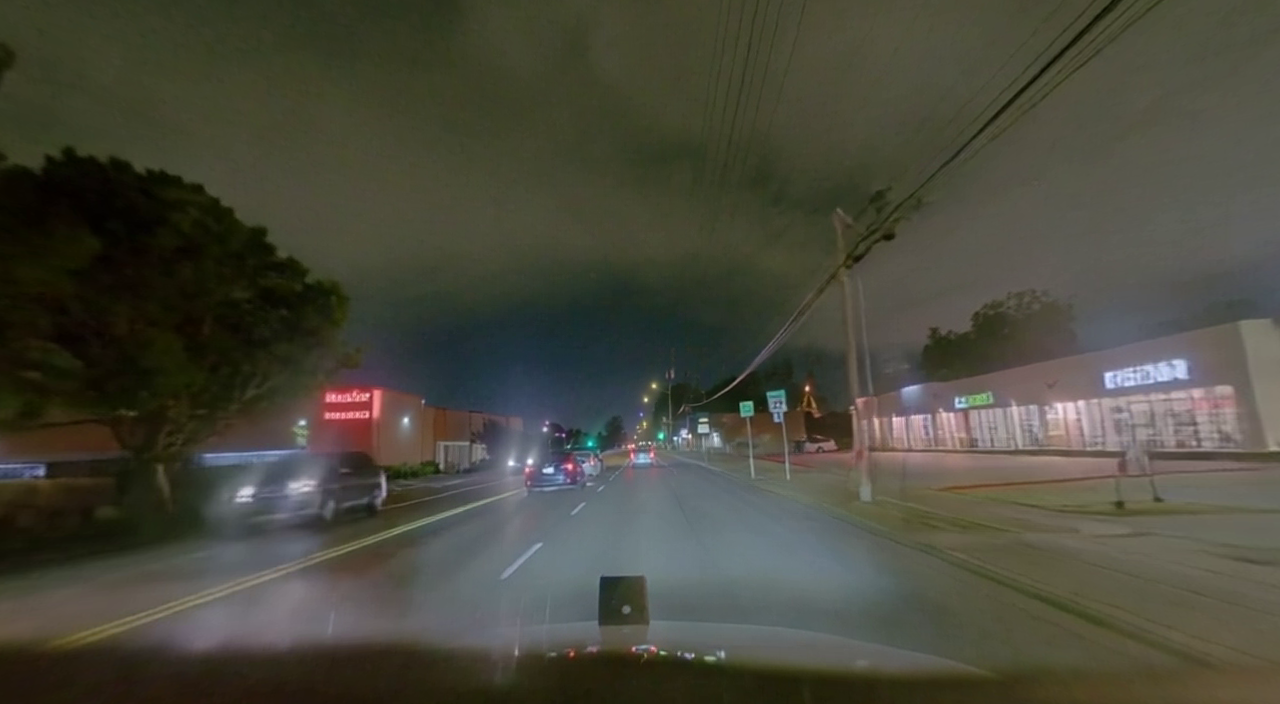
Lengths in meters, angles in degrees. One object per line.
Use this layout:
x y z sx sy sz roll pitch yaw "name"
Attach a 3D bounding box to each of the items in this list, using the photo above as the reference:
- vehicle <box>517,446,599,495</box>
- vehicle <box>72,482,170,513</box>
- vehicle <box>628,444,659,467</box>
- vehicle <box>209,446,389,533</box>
-2.567 3.839 20.948 2.099 1.424 4.609 0 -8 0 "vehicle"
-34.634 9.731 42.141 4.558 1.819 2.094 1 -10 0 "vehicle"
0.178 6.977 42.806 2.020 1.478 3.922 0 -8 -1 "vehicle"
-8.507 3.391 16.354 1.995 1.880 4.703 0 -8 0 "vehicle"
